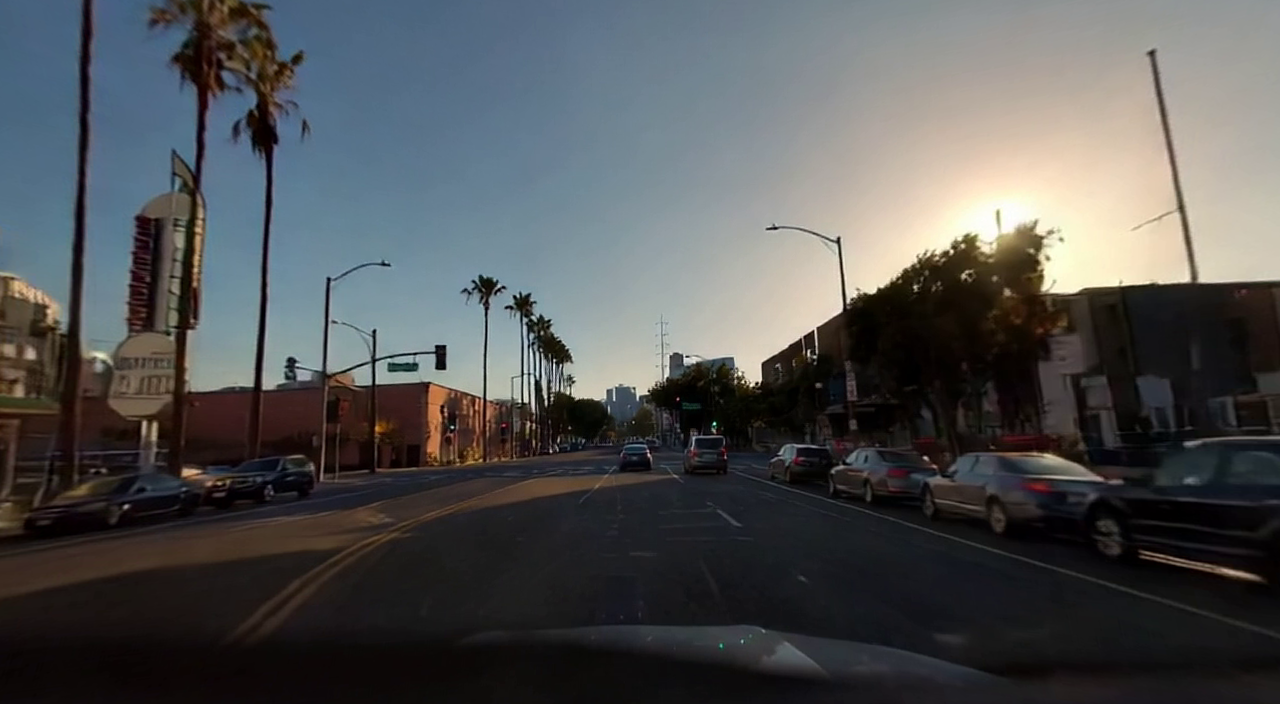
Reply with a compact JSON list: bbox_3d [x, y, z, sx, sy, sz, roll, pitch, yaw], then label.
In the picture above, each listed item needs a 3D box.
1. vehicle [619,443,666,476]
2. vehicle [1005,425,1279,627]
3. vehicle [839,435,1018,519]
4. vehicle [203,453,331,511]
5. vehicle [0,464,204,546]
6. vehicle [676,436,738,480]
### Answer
[{"bbox_3d":[0.100,5.083,30.157,2.088,1.452,3.993,0,-8,-1],"label":"vehicle"},{"bbox_3d":[6.300,1.603,6.412,2.174,1.643,4.860,0,-8,-2],"label":"vehicle"},{"bbox_3d":[6.417,2.809,14.744,2.157,1.640,4.228,0,-8,0],"label":"vehicle"},{"bbox_3d":[-12.672,4.482,21.818,1.949,1.682,4.094,-3,-11,-1],"label":"vehicle"},{"bbox_3d":[-12.450,3.414,14.419,1.978,1.501,4.355,-3,-11,-2],"label":"vehicle"},{"bbox_3d":[2.731,4.445,26.770,2.003,1.702,4.288,0,-8,-2],"label":"vehicle"}]
